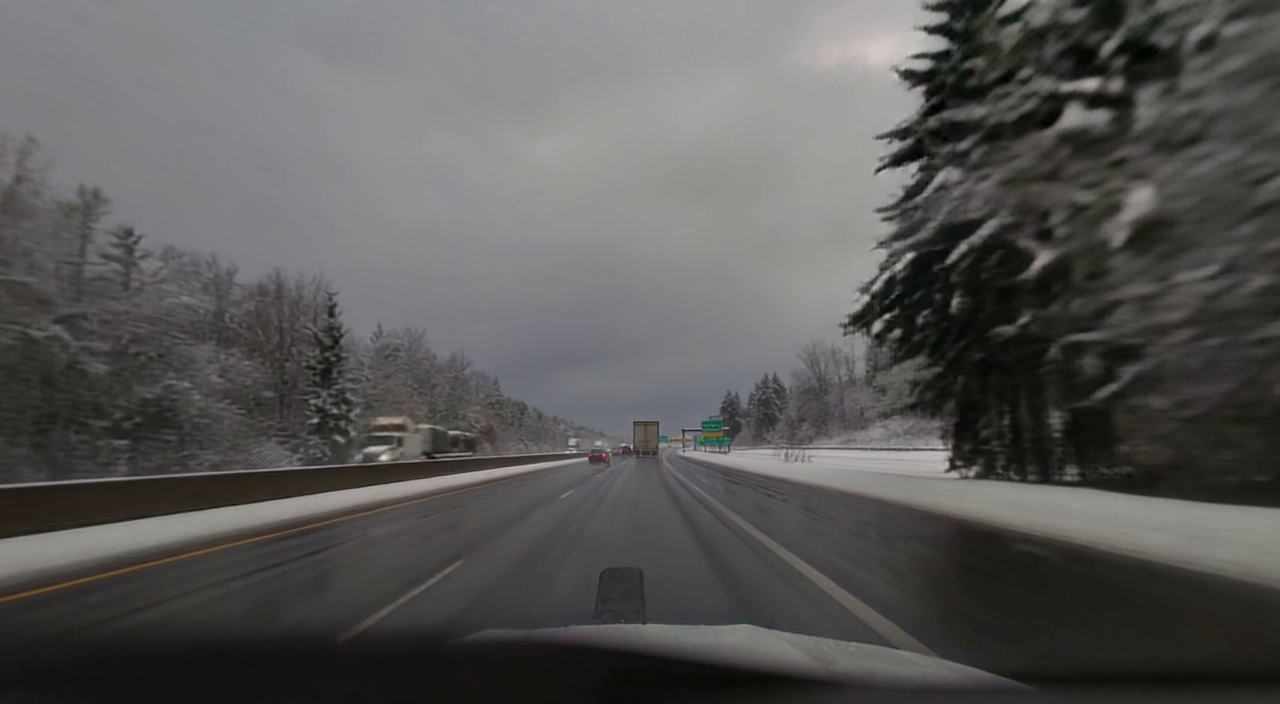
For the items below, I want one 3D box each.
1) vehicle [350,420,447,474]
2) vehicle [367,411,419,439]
[{"bbox_3d":[-17.277,6.950,46.184,3.018,3.494,10.321,0,-9,0],"label":"vehicle"},{"bbox_3d":[-17.134,5.139,44.000,1.866,1.761,4.683,-2,-8,-1],"label":"vehicle"}]
